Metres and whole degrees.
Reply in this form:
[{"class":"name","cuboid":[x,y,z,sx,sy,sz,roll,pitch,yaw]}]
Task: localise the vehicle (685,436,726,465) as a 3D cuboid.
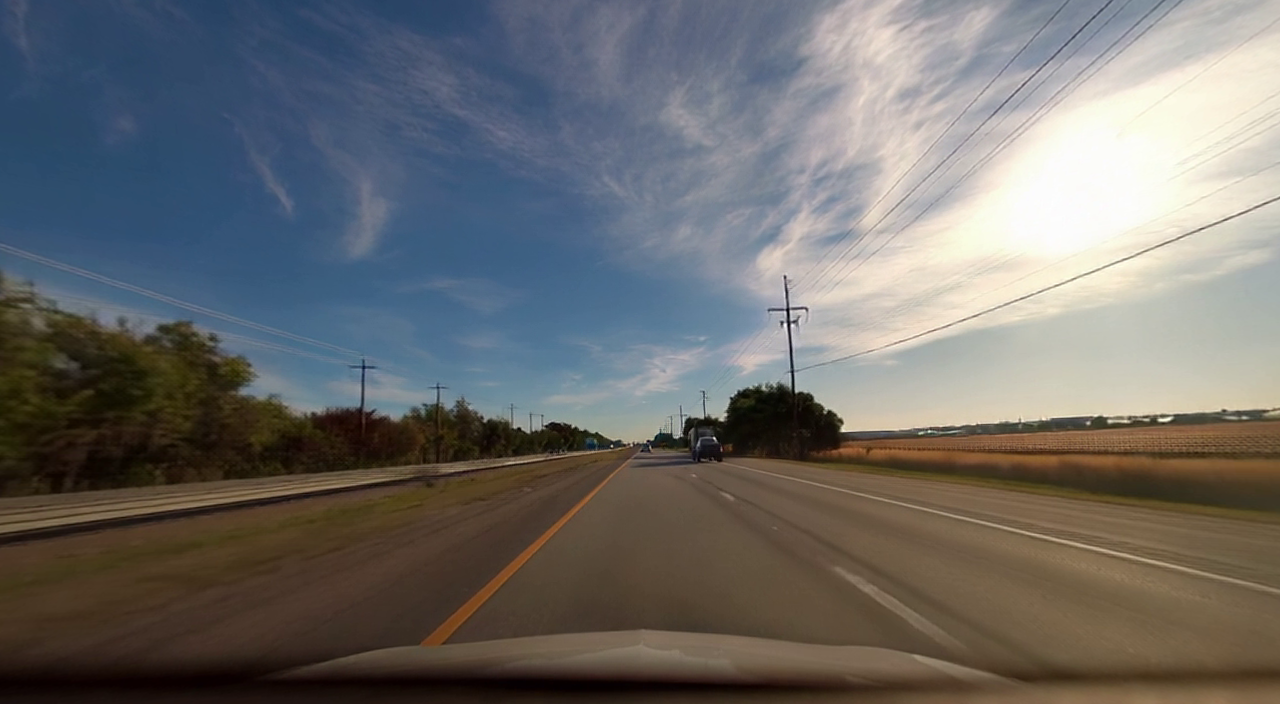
[{"class":"vehicle","cuboid":[4.429,6.763,43.221,2.228,1.852,5.449,0,-8,0]}]
